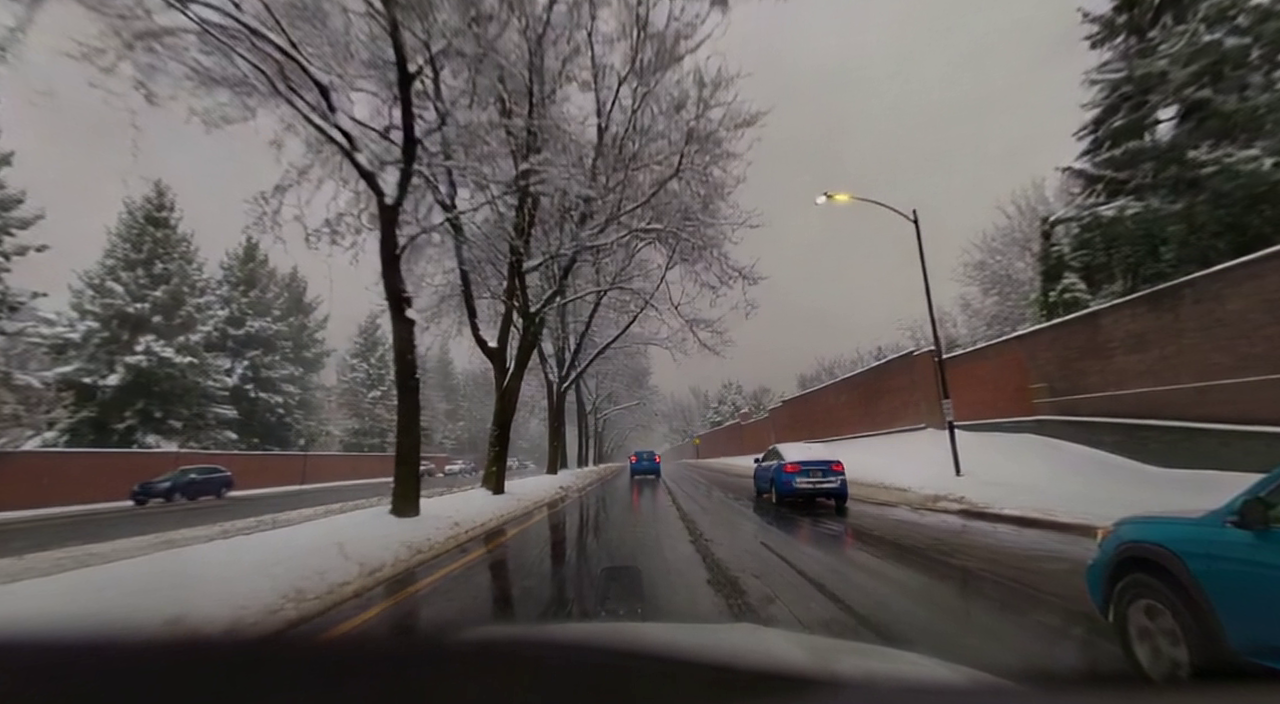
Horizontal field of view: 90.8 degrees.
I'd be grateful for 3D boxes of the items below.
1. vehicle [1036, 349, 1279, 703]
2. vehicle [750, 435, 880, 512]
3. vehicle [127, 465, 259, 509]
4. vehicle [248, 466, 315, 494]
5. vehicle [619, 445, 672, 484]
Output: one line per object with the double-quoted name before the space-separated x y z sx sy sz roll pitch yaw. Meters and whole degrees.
"vehicle" 4.073 0.736 1.918 2.470 1.751 5.015 0 -8 0
"vehicle" 4.492 3.177 17.054 2.155 1.752 4.456 0 -9 -1
"vehicle" -17.724 5.343 25.373 1.901 1.467 4.589 0 -8 0
"vehicle" -21.268 7.594 37.696 1.752 1.464 3.975 0 -9 -2
"vehicle" 0.272 5.364 30.510 2.391 1.739 3.837 0 -8 1
